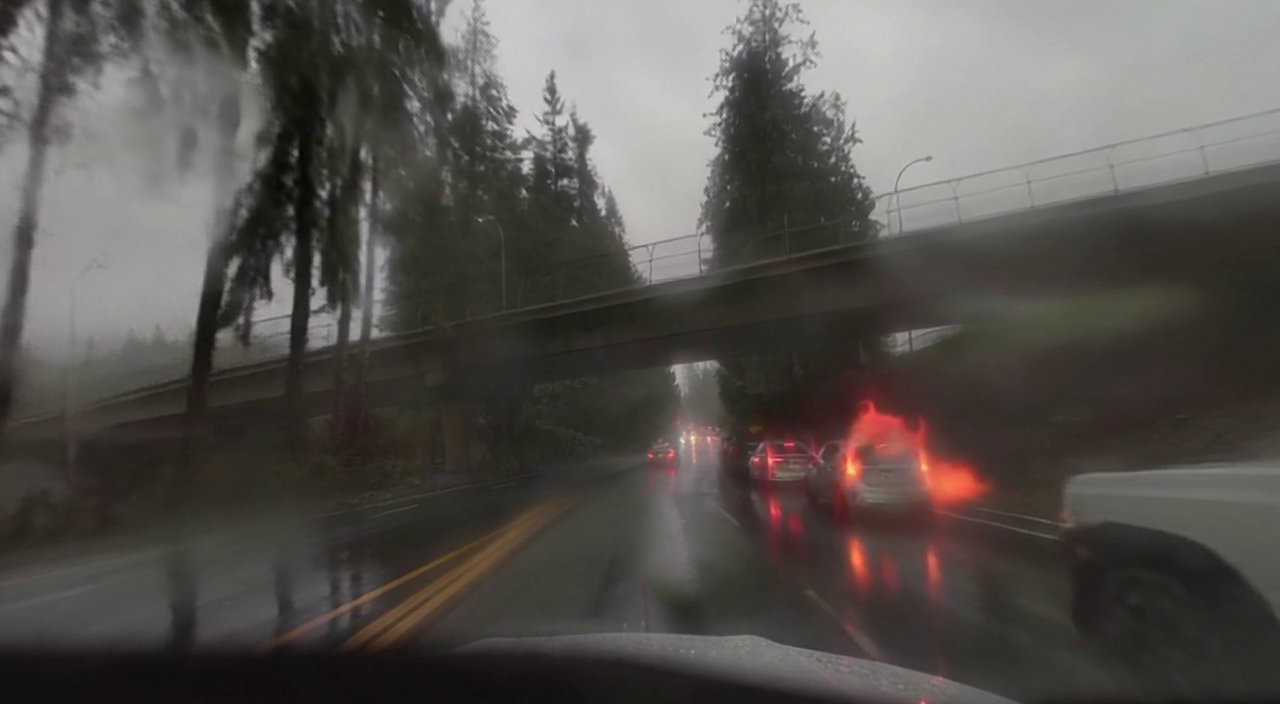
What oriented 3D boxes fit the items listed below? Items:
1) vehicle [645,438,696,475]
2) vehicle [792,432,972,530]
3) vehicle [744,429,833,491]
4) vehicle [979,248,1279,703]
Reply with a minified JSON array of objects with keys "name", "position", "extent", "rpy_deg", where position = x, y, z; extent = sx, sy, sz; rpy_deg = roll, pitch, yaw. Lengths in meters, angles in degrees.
[{"name":"vehicle","position":[1.413,4.559,27.743],"extent":[2.078,1.506,4.058],"rpy_deg":[-1,-8,5]},{"name":"vehicle","position":[4.280,2.316,11.879],"extent":[1.911,1.525,3.755],"rpy_deg":[0,-8,1]},{"name":"vehicle","position":[4.589,3.407,20.185],"extent":[1.947,1.745,4.452],"rpy_deg":[0,-8,2]},{"name":"vehicle","position":[3.316,0.530,1.501],"extent":[2.273,1.944,4.866],"rpy_deg":[0,-8,0]}]
